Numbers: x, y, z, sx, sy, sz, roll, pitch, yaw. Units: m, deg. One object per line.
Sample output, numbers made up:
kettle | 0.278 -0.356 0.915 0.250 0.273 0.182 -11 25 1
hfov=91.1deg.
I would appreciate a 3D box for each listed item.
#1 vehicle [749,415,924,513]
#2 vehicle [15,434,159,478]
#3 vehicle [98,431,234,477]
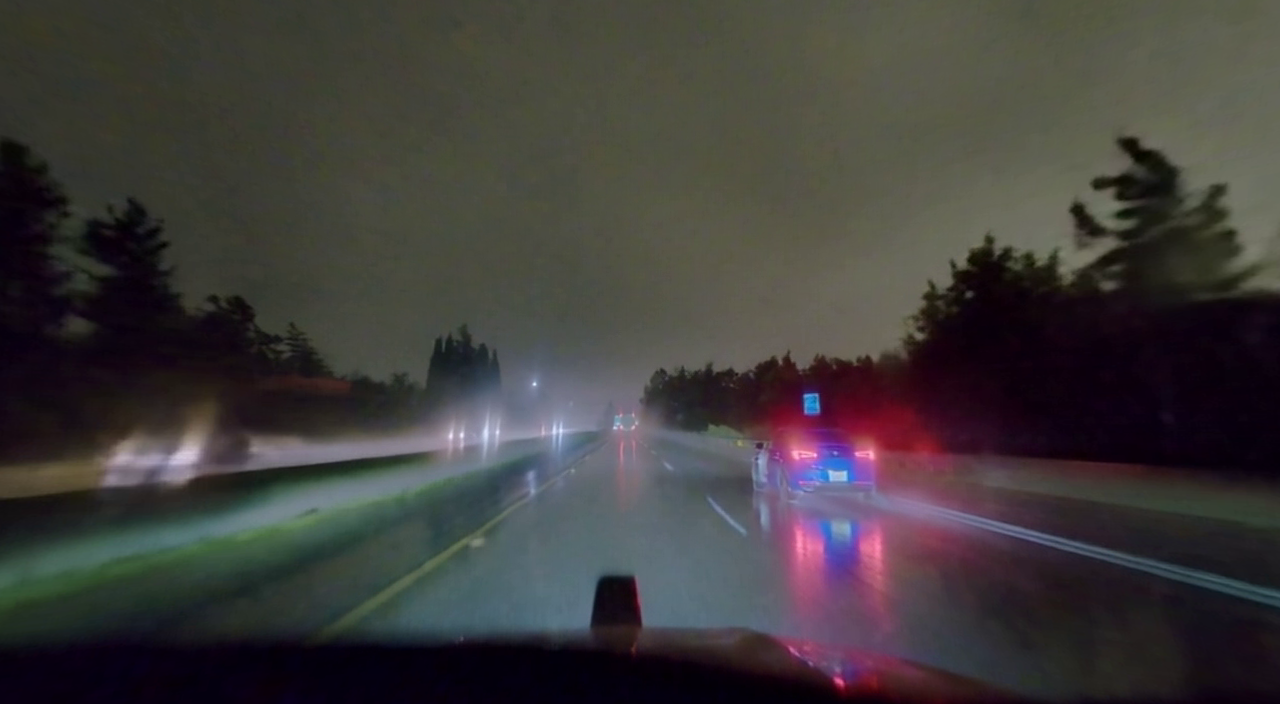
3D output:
vehicle | 3.520 2.067 12.139 1.973 1.563 3.959 0 -8 -2
vehicle | -20.787 3.891 23.880 1.820 1.539 3.955 0 -8 0
vehicle | -16.725 3.596 22.463 1.831 1.484 3.894 0 -8 -1
